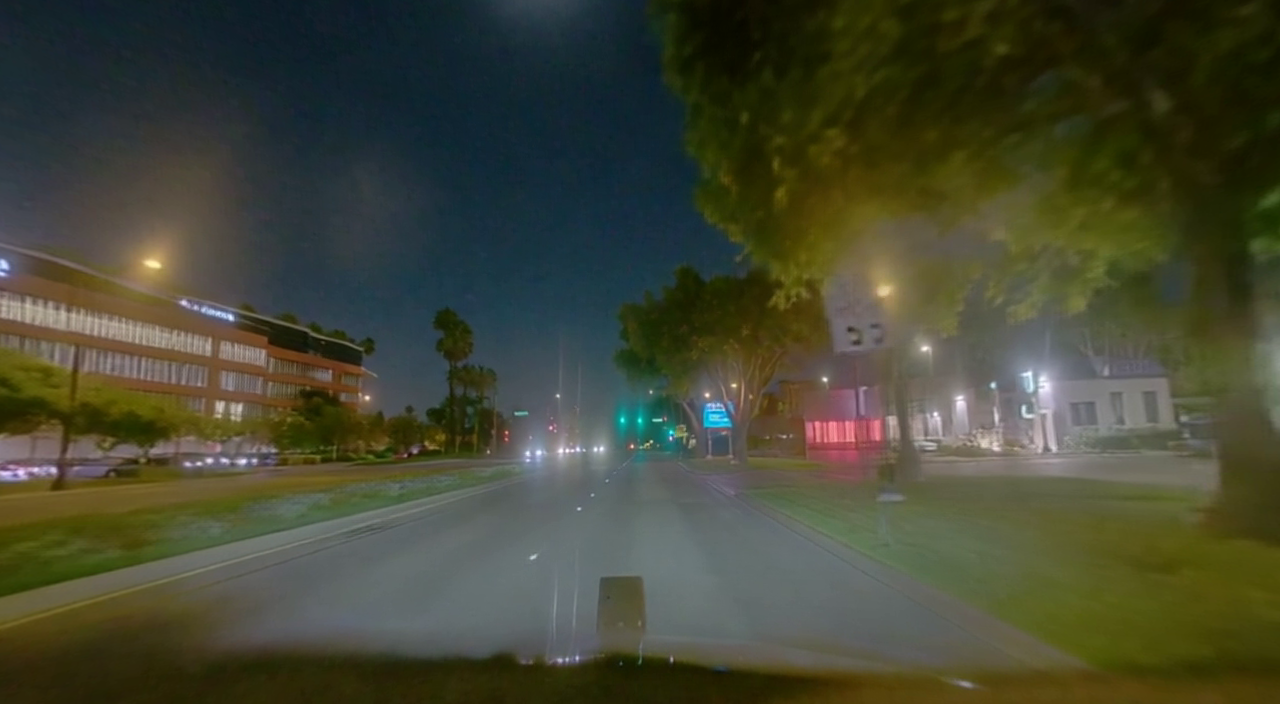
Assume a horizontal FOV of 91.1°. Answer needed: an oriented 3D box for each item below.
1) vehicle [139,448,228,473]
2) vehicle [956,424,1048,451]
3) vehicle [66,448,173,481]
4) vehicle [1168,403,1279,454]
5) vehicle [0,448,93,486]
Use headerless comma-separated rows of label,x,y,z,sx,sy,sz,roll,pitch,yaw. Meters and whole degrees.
vehicle,-29.852,7.091,41.099,4.310,1.533,1.917,0,-8,2
vehicle,25.194,6.012,43.832,5.117,1.813,2.052,0,-8,0
vehicle,-29.531,6.372,35.719,4.463,1.497,1.889,-4,-9,0
vehicle,31.524,4.004,32.693,5.779,2.547,2.437,0,-8,-2
vehicle,-29.614,5.571,30.286,4.293,1.529,2.347,-4,-9,0
